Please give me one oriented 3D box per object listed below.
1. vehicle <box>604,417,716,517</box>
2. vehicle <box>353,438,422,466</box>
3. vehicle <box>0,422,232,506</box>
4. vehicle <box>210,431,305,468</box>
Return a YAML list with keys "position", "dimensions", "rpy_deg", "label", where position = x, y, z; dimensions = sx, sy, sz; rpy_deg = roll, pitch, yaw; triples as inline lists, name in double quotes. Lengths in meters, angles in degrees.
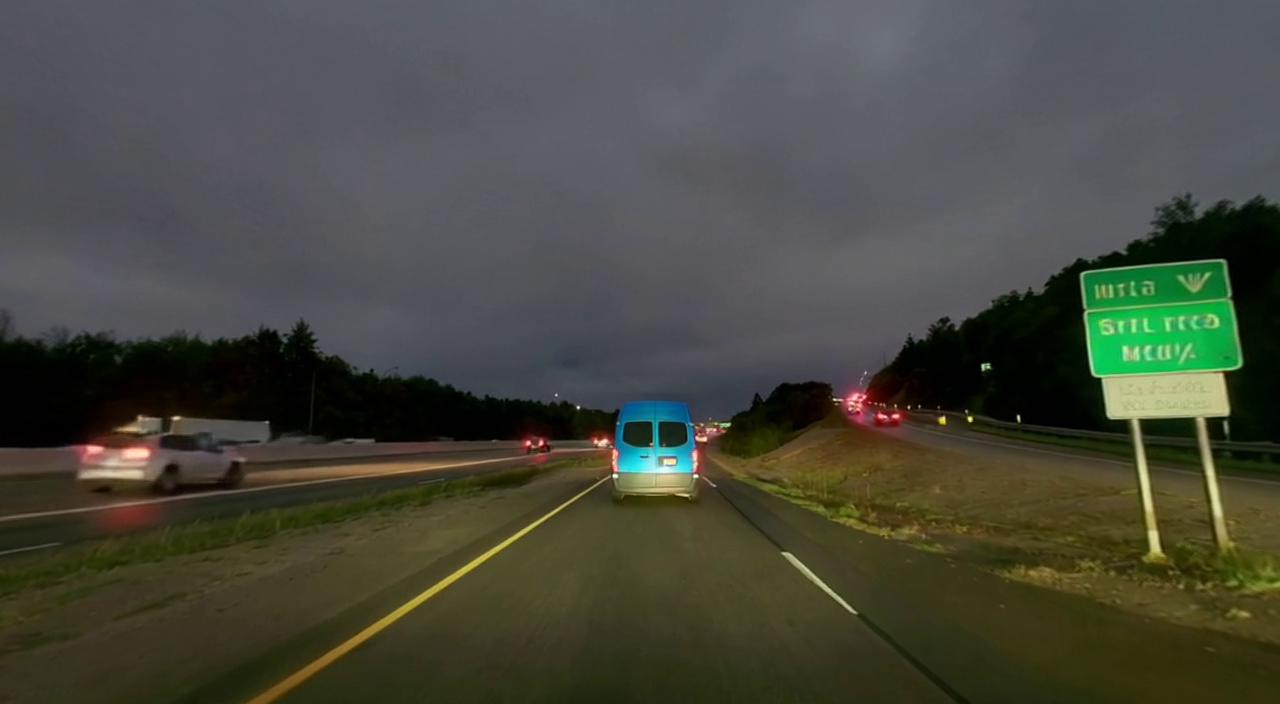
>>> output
- position: [0.311, 2.440, 13.913]
  dimensions: [2.043, 1.821, 4.558]
  rpy_deg: [0, -8, -1]
  label: "vehicle"
- position: [-15.444, 6.119, 38.847]
  dimensions: [2.046, 1.585, 4.743]
  rpy_deg: [-1, -8, 4]
  label: "vehicle"
- position: [-13.078, 2.758, 16.013]
  dimensions: [2.104, 1.795, 4.737]
  rpy_deg: [-1, -8, 2]
  label: "vehicle"
- position: [-20.255, 5.182, 33.664]
  dimensions: [2.008, 1.823, 4.501]
  rpy_deg: [-1, -8, 3]
  label: "vehicle"
